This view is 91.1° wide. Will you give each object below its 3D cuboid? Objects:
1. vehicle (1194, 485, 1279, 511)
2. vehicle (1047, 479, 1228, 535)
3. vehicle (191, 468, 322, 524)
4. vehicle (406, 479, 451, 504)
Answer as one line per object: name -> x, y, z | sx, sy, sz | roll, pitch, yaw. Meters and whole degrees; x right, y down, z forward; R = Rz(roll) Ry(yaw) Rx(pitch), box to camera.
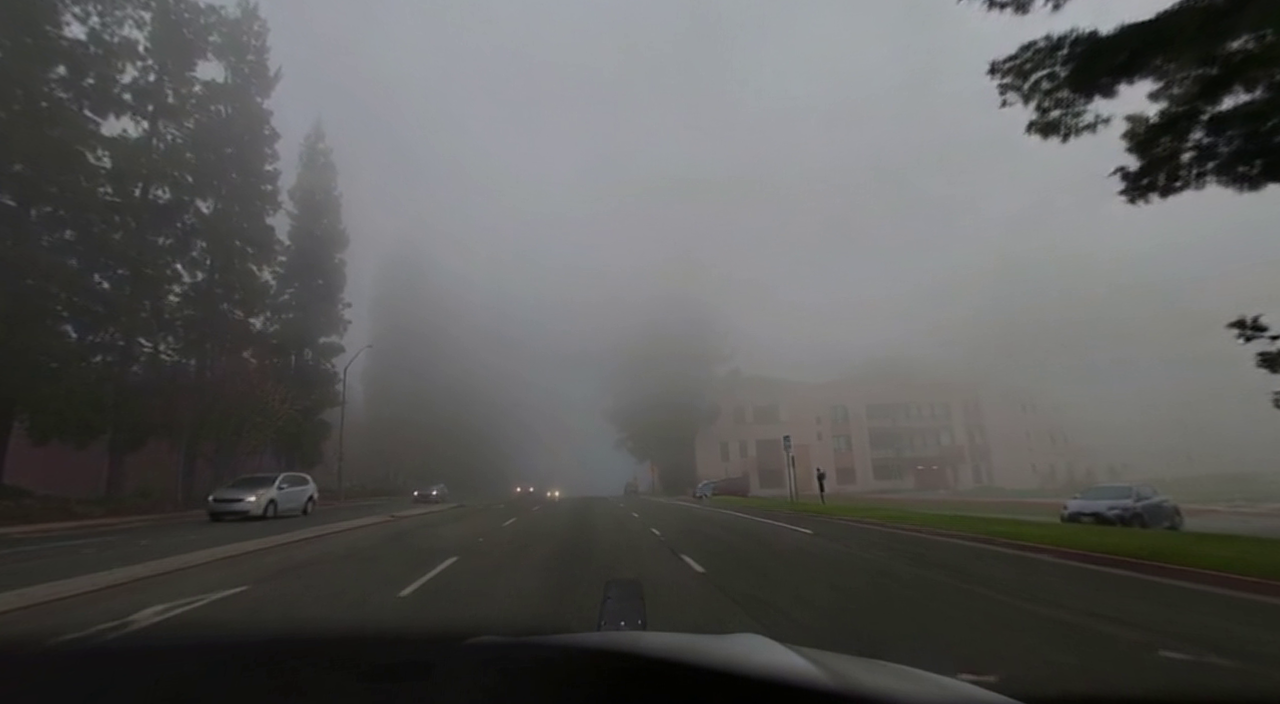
vehicle -> 43.181, 10.502, 45.415 | 1.803, 1.498, 4.568 | 1, -9, -3
vehicle -> 15.603, 4.919, 19.867 | 4.030, 1.483, 1.859 | -2, -15, -3
vehicle -> -13.214, 4.948, 21.998 | 2.060, 1.618, 4.203 | 1, -9, -3
vehicle -> -15.400, 10.139, 45.913 | 1.941, 1.511, 4.348 | 1, -9, -3
